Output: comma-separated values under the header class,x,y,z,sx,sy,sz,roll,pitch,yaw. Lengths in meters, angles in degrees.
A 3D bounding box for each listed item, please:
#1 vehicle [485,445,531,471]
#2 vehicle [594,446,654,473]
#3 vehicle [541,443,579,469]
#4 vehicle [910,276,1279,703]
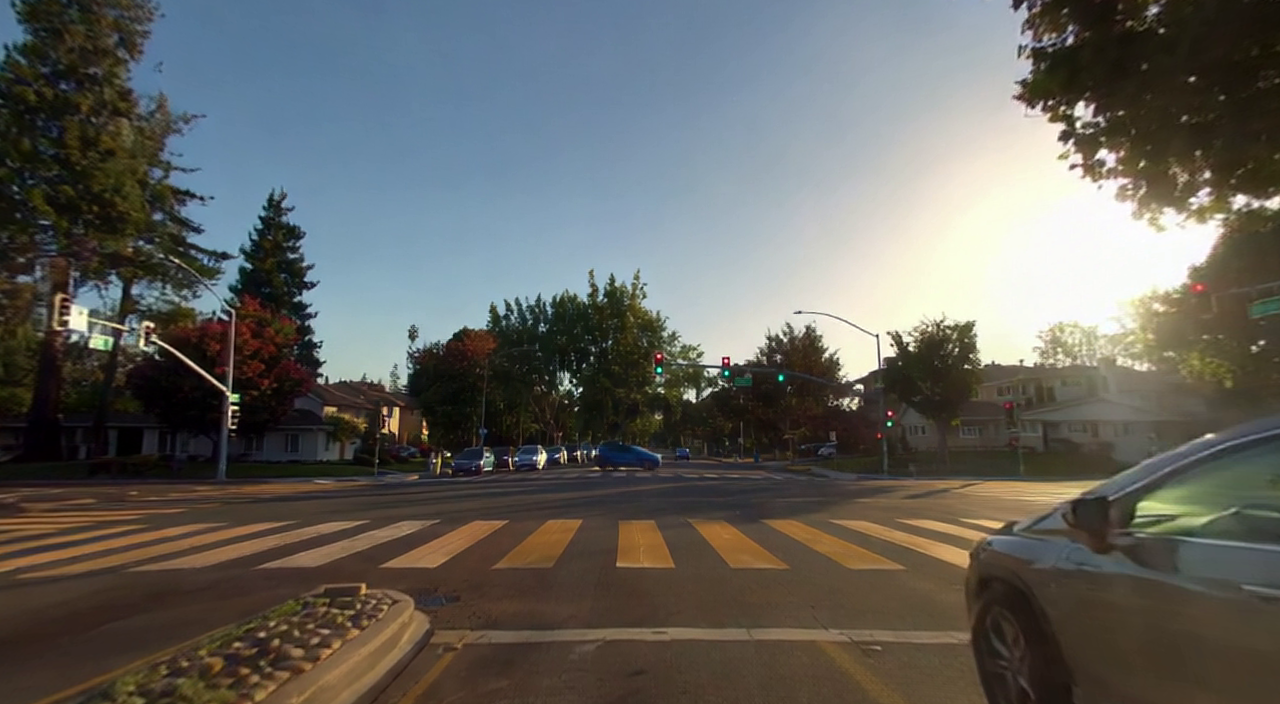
class,x,y,z,sx,sy,sz,roll,pitch,yaw
vehicle,-8.913,7.187,43.192,2.028,1.654,5.027,0,-9,0
vehicle,-0.996,6.372,37.754,2.046,1.491,4.118,4,-10,-26
vehicle,-5.507,7.224,43.943,2.091,1.707,4.157,0,-9,0
vehicle,2.710,0.673,1.376,2.085,1.800,4.908,0,-9,0
